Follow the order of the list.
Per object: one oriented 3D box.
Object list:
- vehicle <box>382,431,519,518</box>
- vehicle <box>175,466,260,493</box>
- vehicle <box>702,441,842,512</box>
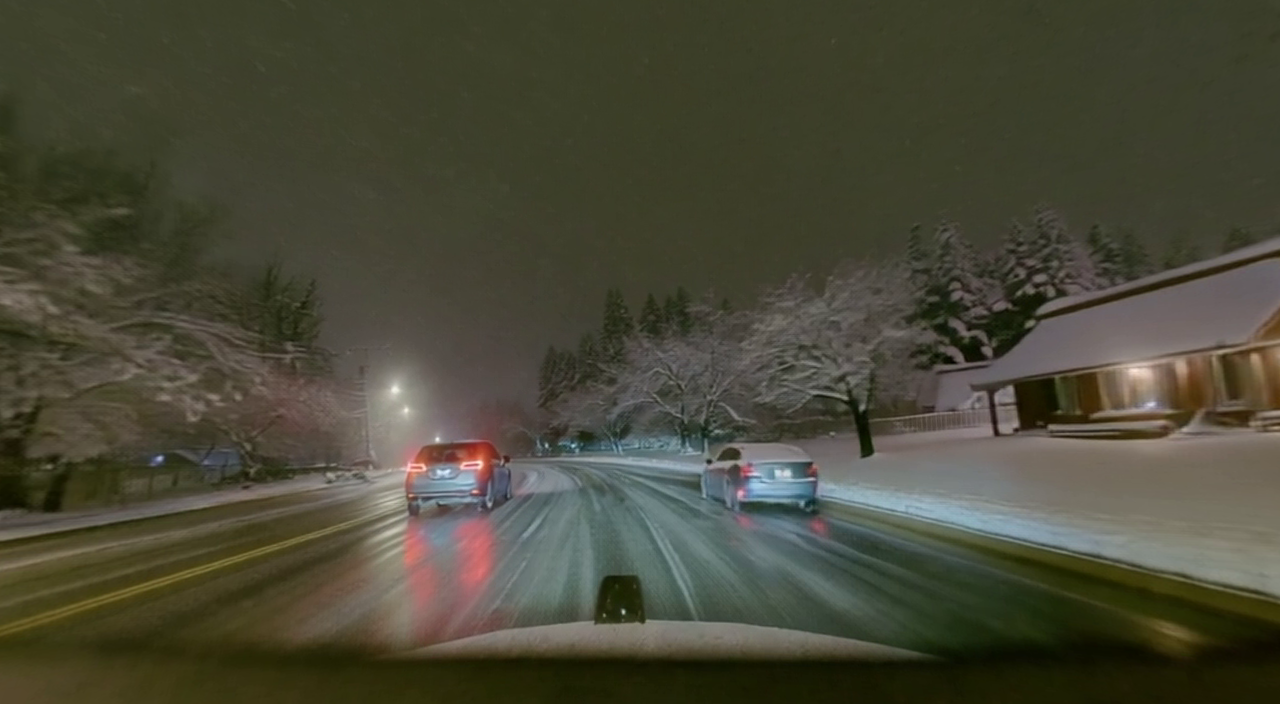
[{"bbox_3d":[-4.358,2.873,15.364,2.175,1.772,4.442,0,-9,-3],"label":"vehicle"},{"bbox_3d":[-25.617,7.710,38.398,3.892,1.323,1.741,0,-7,-11],"label":"vehicle"},{"bbox_3d":[2.985,2.919,15.398,1.928,1.447,4.386,1,-9,-8],"label":"vehicle"}]
